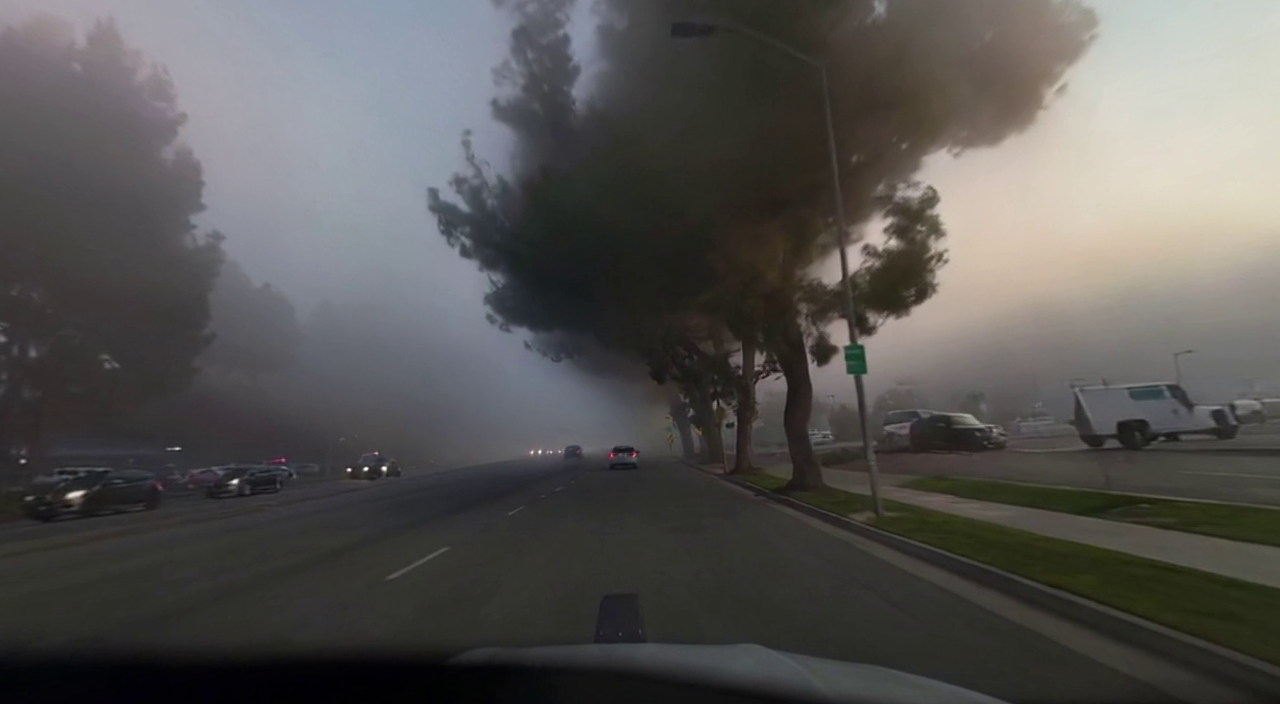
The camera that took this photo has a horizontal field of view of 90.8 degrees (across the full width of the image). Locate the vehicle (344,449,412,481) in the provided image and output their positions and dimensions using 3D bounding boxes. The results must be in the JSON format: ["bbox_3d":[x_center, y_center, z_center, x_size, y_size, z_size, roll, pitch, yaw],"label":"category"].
[{"bbox_3d":[-16.780,7.237,40.750,2.342,1.868,4.758,0,-8,0],"label":"vehicle"}]

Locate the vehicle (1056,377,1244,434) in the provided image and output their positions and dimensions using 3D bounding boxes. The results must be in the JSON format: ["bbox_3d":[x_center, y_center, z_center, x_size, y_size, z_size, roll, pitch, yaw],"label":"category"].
[{"bbox_3d":[15.133,1.668,18.881,3.956,1.504,2.170,2,-9,-9],"label":"vehicle"}]

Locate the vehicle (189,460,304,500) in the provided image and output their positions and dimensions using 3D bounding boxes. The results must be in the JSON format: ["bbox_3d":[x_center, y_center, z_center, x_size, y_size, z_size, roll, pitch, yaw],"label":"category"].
[{"bbox_3d":[-17.006,5.518,27.660,1.985,1.471,4.797,0,-8,0],"label":"vehicle"}]

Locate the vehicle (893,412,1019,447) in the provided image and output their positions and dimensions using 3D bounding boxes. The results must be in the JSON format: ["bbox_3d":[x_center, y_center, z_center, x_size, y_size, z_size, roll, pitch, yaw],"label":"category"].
[{"bbox_3d":[13.188,3.275,26.579,4.144,1.407,2.201,0,-8,-1],"label":"vehicle"}]

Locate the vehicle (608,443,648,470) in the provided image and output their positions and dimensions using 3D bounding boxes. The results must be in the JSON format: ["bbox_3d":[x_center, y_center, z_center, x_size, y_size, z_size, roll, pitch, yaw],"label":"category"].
[{"bbox_3d":[-0.653,6.150,37.462,2.235,1.500,4.420,0,-8,0],"label":"vehicle"}]

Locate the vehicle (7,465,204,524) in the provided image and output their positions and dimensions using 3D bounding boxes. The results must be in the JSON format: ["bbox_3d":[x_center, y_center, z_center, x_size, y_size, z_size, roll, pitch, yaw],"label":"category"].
[{"bbox_3d":[-16.479,4.369,19.904,2.058,1.459,4.704,0,-8,1],"label":"vehicle"}]
